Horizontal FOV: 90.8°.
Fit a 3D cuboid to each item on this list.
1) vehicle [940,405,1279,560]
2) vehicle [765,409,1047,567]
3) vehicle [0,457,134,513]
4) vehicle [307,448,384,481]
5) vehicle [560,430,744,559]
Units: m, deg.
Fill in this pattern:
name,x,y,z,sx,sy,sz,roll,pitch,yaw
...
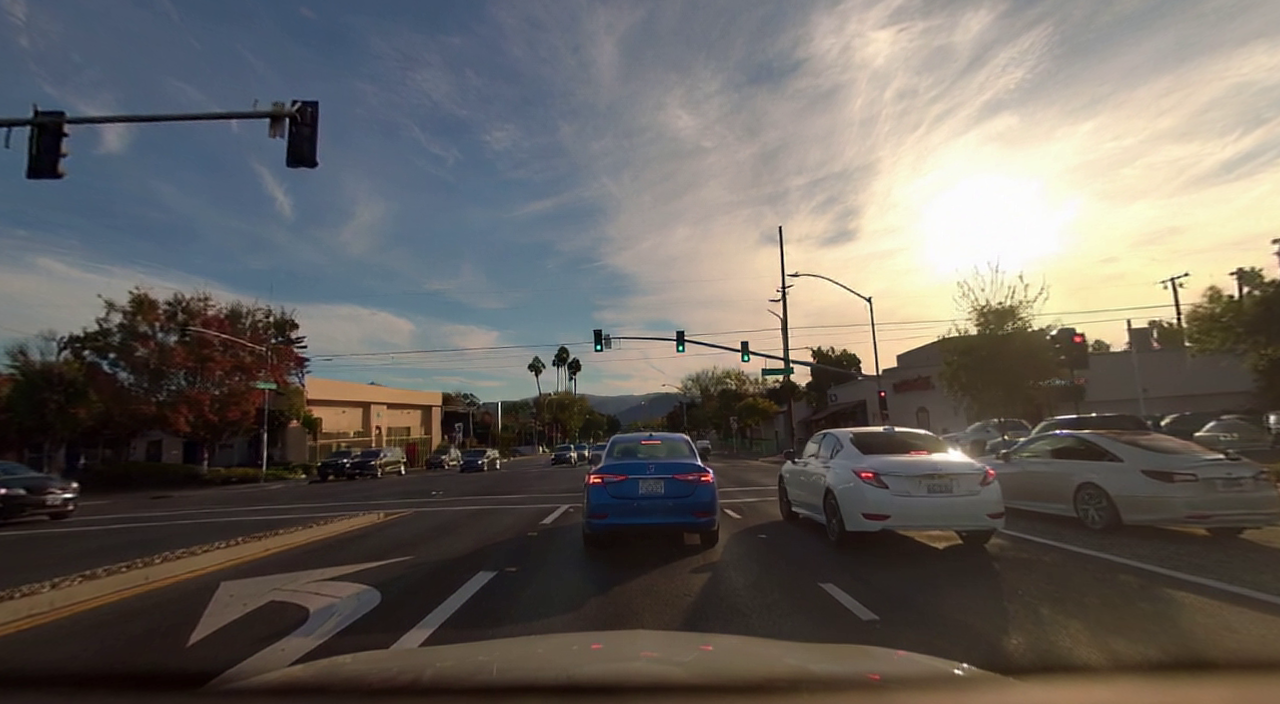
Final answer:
name,x,y,z,sx,sy,sz,roll,pitch,yaw
vehicle,6.461,1.759,9.178,2.009,1.700,4.275,0,-9,-1
vehicle,3.269,1.780,9.046,1.973,1.633,4.717,0,-9,0
vehicle,-20.318,4.383,21.034,4.780,1.669,2.232,1,-9,-11
vehicle,-18.575,7.079,40.231,2.324,1.911,5.610,0,-9,-2
vehicle,0.105,1.965,9.440,2.135,1.468,4.076,0,-9,-1
